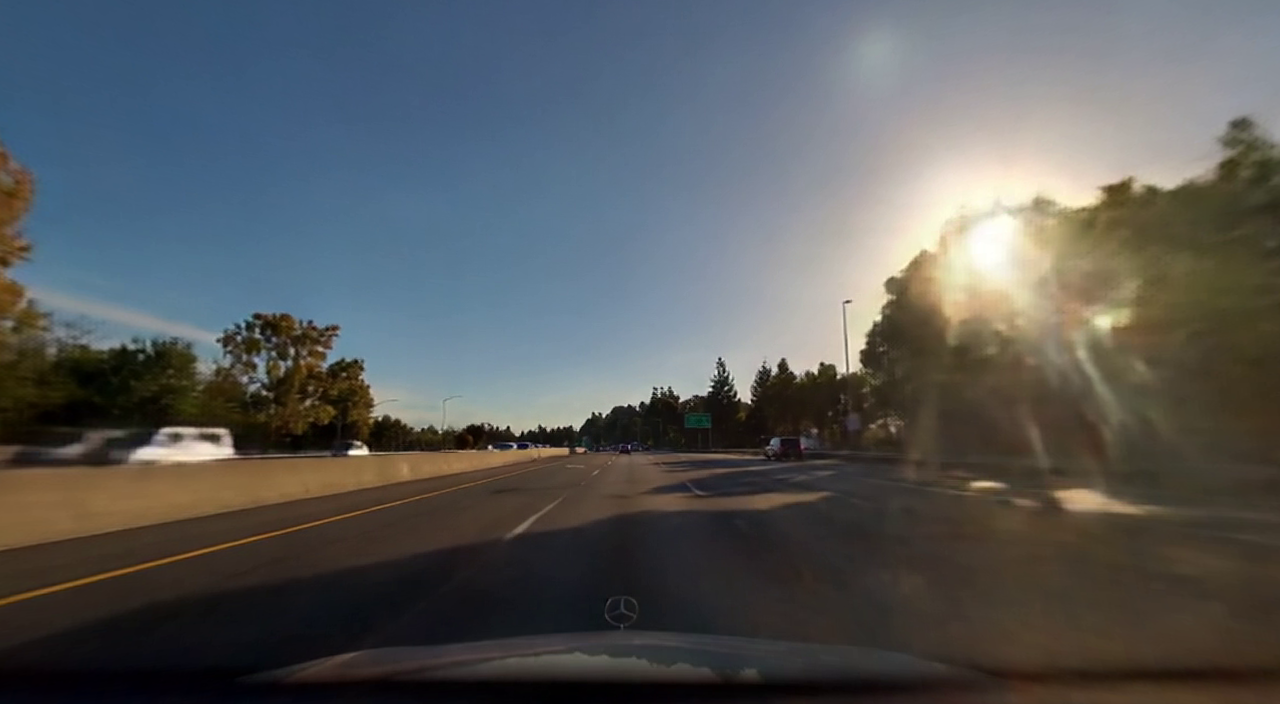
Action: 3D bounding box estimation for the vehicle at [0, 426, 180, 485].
[{"bbox_3d":[-17.443,3.267,20.141,2.118,1.625,4.530,0,-9,0],"label":"vehicle"}]

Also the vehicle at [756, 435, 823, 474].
[{"bbox_3d":[6.954,4.825,29.823,2.081,1.705,3.926,0,-9,-1],"label":"vehicle"}]
